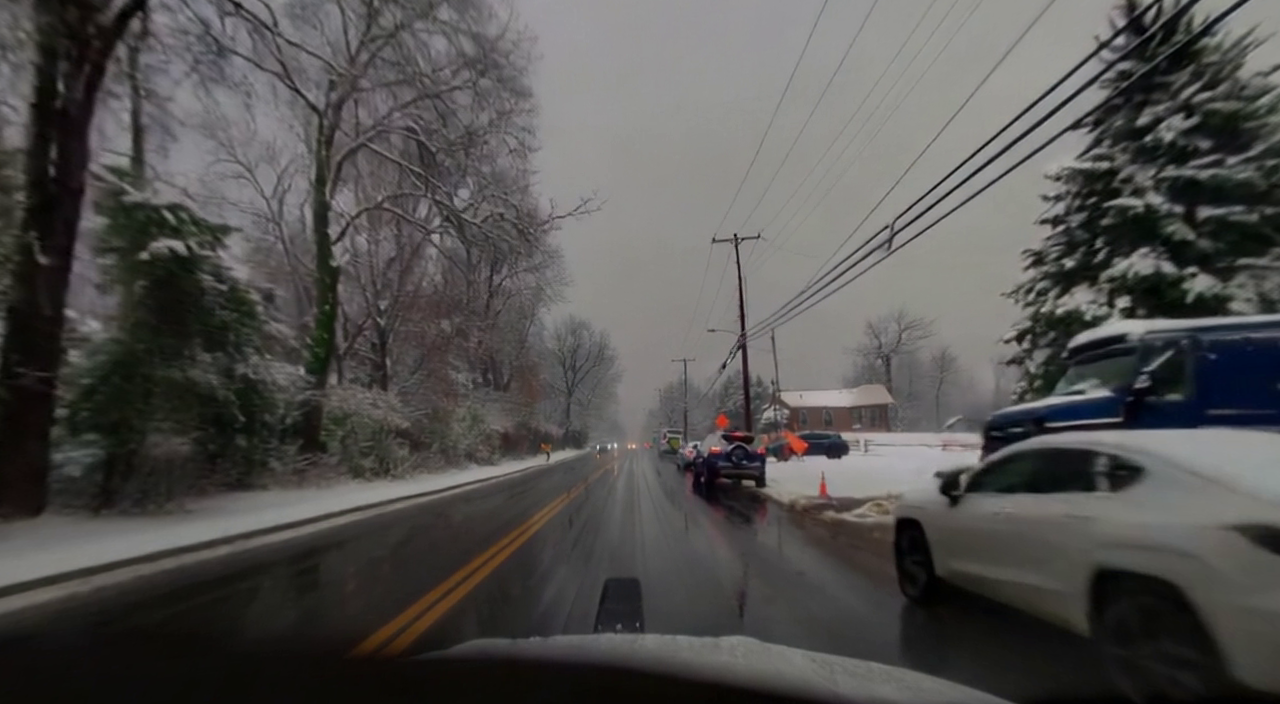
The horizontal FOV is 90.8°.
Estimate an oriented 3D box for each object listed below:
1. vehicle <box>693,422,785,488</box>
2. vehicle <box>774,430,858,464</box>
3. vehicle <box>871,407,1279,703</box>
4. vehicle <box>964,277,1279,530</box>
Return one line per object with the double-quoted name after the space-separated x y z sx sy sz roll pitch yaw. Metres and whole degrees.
3.156 3.477 21.424 2.293 1.957 4.934 0 -9 0 "vehicle"
11.036 5.994 39.914 4.633 2.059 2.050 0 -9 2 "vehicle"
3.318 1.154 3.719 1.959 1.459 4.860 0 -9 -2 "vehicle"
10.004 0.852 9.835 8.030 3.331 3.152 0 -8 2 "vehicle"
